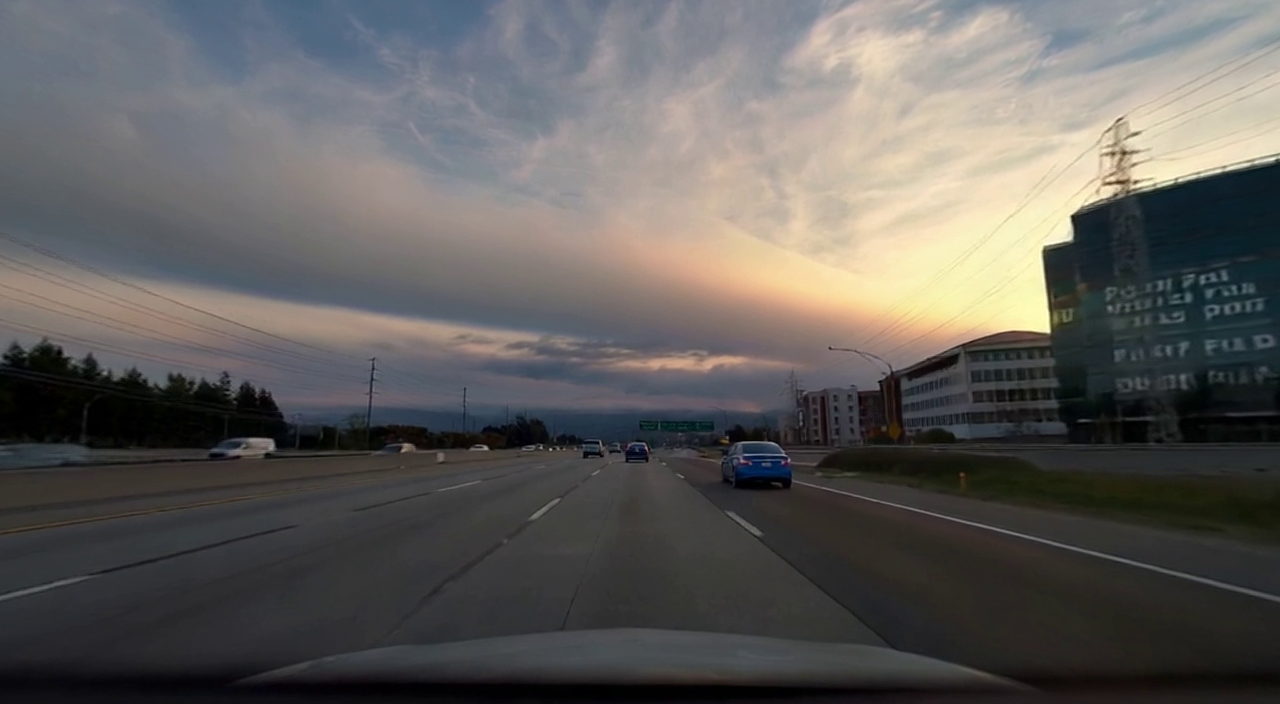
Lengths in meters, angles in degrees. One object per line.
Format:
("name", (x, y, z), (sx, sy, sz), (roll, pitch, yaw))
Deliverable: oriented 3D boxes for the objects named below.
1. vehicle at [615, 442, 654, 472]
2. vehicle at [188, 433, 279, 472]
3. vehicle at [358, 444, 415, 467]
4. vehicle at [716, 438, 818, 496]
("vehicle", (-0.317, 5.637, 34.062), (2.019, 1.472, 3.971), (0, -8, -1))
("vehicle", (-27.876, 6.909, 43.464), (2.253, 2.447, 5.940), (0, -8, 1))
("vehicle", (-16.679, 6.815, 41.640), (1.968, 1.465, 4.284), (0, -8, 1))
("vehicle", (3.655, 3.377, 18.980), (1.995, 1.533, 4.463), (0, -8, -2))
